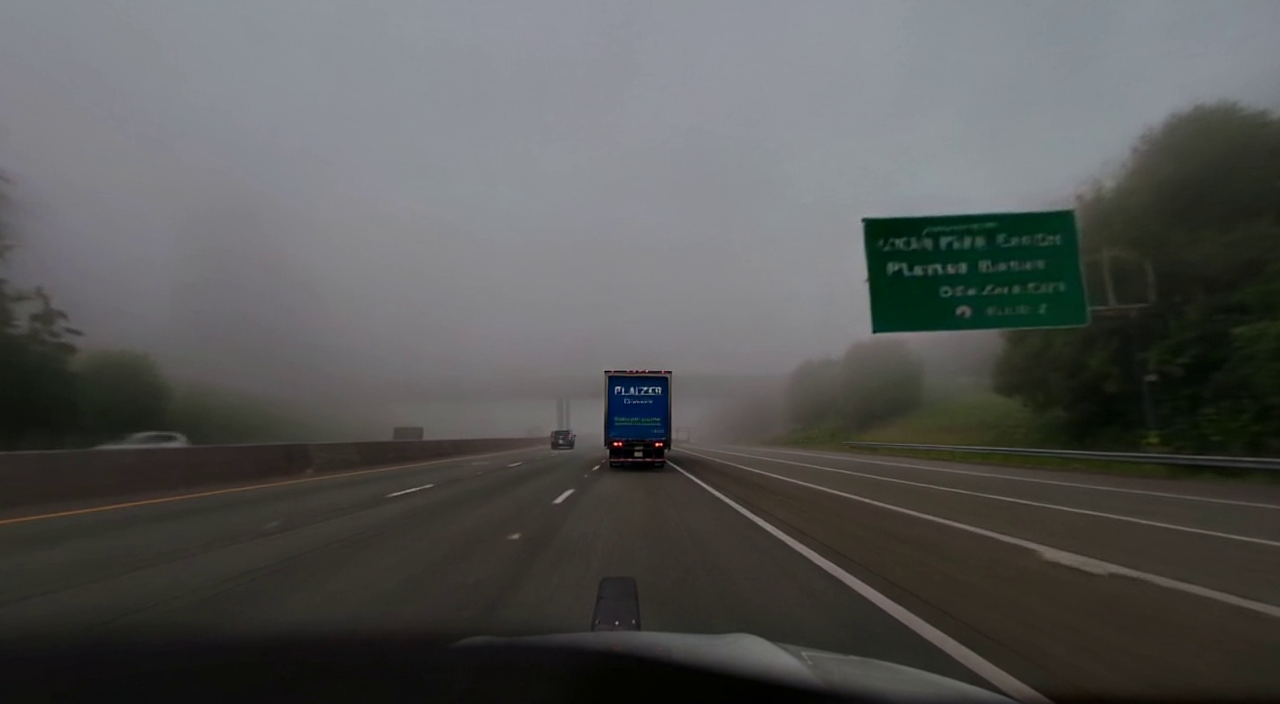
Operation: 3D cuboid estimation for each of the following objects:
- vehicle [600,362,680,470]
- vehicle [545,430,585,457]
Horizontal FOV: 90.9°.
[{"bbox_3d":[-0.150,3.156,29.155,2.926,3.959,11.818,0,-8,-1],"label":"vehicle"},{"bbox_3d":[-4.970,6.149,42.366,2.198,1.712,4.655,0,-8,-1],"label":"vehicle"}]
